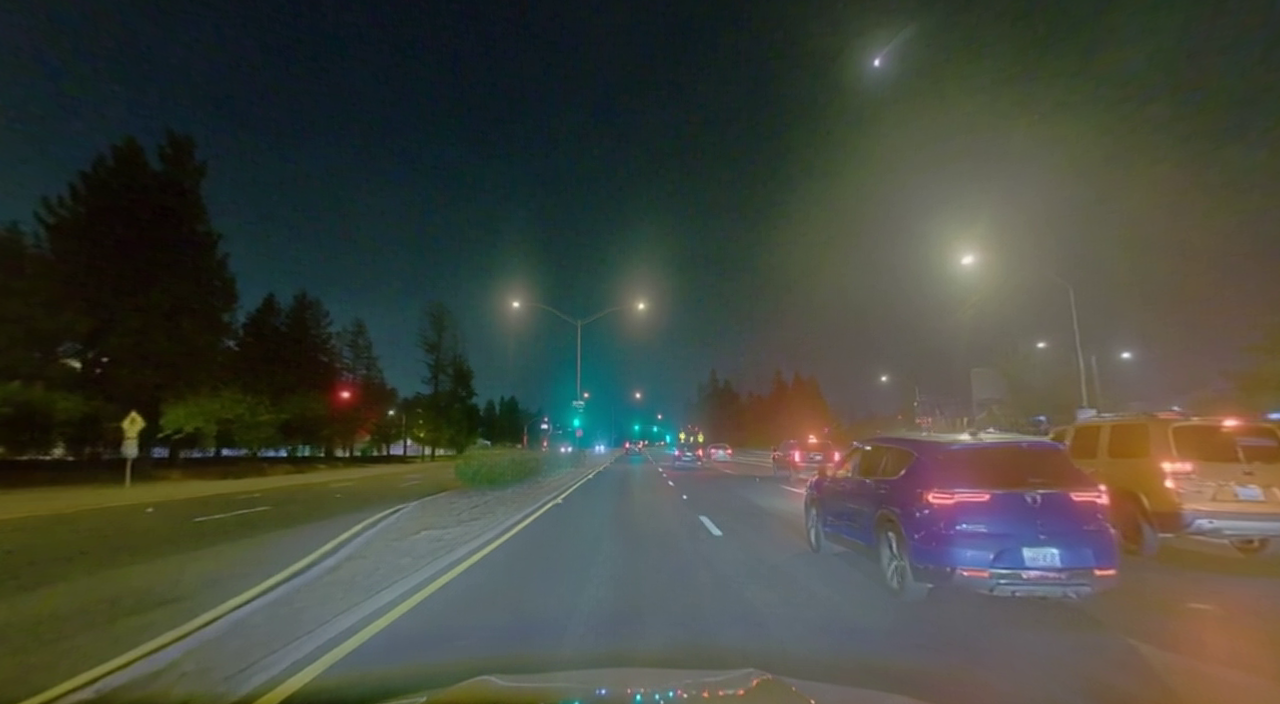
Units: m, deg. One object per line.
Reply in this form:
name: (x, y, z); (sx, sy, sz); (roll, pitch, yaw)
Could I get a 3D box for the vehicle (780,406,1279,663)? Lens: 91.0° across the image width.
vehicle: (3.027, 1.483, 6.406); (1.932, 1.547, 4.992); (0, -8, -2)

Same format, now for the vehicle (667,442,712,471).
vehicle: (2.598, 5.613, 34.054); (1.980, 1.484, 4.093); (0, -8, -1)
